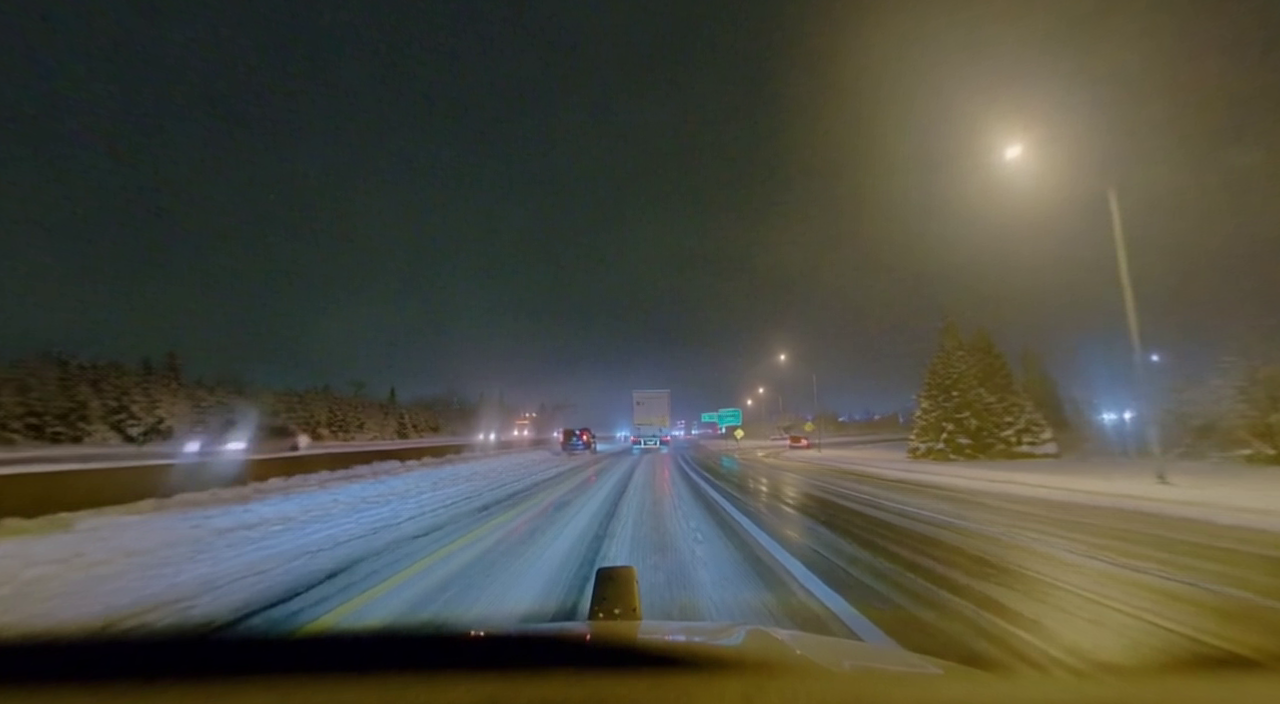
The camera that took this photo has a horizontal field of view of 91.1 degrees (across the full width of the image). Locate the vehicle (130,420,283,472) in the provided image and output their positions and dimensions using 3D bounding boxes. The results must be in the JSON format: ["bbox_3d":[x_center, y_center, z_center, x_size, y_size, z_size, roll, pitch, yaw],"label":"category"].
[{"bbox_3d":[-16.321,3.571,24.115,2.110,1.785,5.023,0,-8,2],"label":"vehicle"}]

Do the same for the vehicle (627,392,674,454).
[{"bbox_3d":[0.764,5.357,46.318,3.024,4.019,10.605,0,-8,1],"label":"vehicle"}]

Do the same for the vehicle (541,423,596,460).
[{"bbox_3d":[-3.654,4.667,32.916,2.119,1.787,4.655,0,-8,3],"label":"vehicle"}]
